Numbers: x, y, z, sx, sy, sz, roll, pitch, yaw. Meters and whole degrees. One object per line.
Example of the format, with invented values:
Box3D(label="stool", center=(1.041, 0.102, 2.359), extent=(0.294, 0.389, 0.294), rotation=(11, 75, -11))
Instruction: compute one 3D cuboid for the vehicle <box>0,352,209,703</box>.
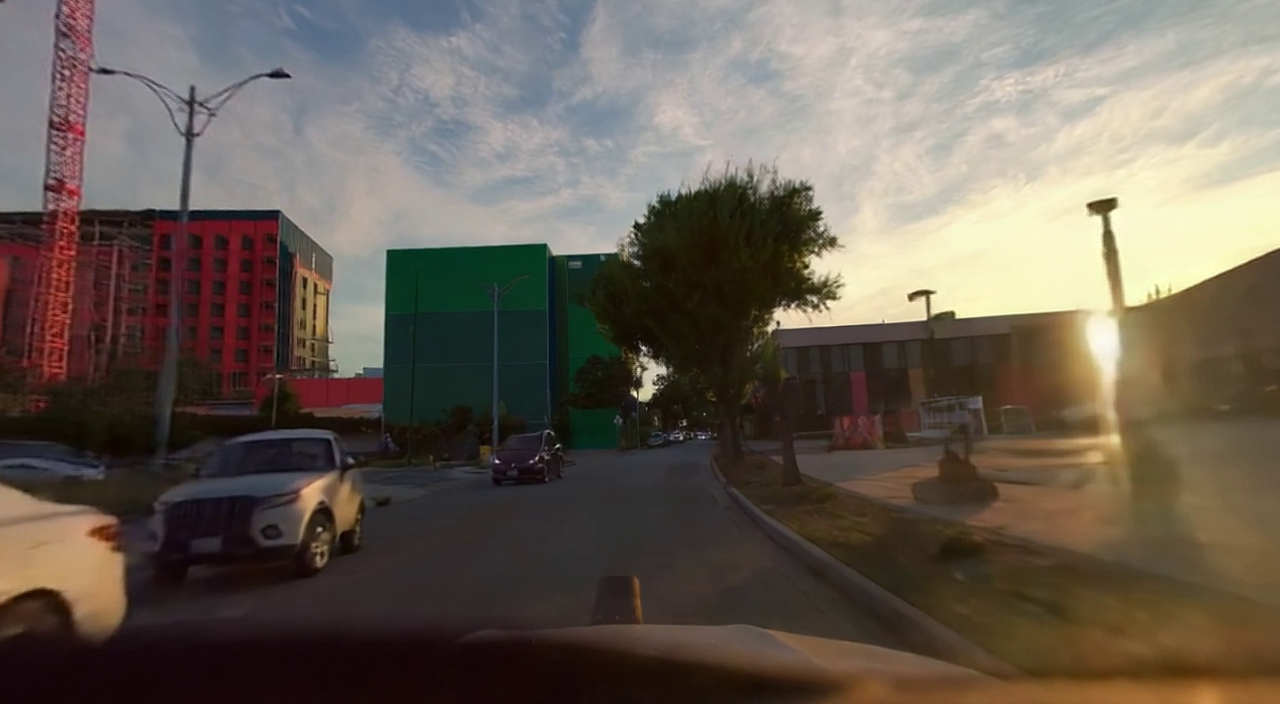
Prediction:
Box3D(label="vehicle", center=(-3.466, 0.726, 1.459), extent=(2.026, 1.699, 4.224), rotation=(0, -8, -2))

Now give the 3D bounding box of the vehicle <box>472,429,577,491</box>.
Box3D(label="vehicle", center=(-3.351, 3.208, 19.243), extent=(1.967, 1.646, 4.192), rotation=(-1, -8, 7))

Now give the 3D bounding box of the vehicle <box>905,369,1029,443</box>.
Box3D(label="vehicle", center=(19.280, 3.498, 38.114), extent=(3.031, 3.863, 9.734), rotation=(-1, -8, 5))

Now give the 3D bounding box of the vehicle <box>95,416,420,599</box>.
Box3D(label="vehicle", center=(-3.937, 1.575, 7.114), extent=(1.736, 1.610, 2.874), rotation=(0, -8, 3))
